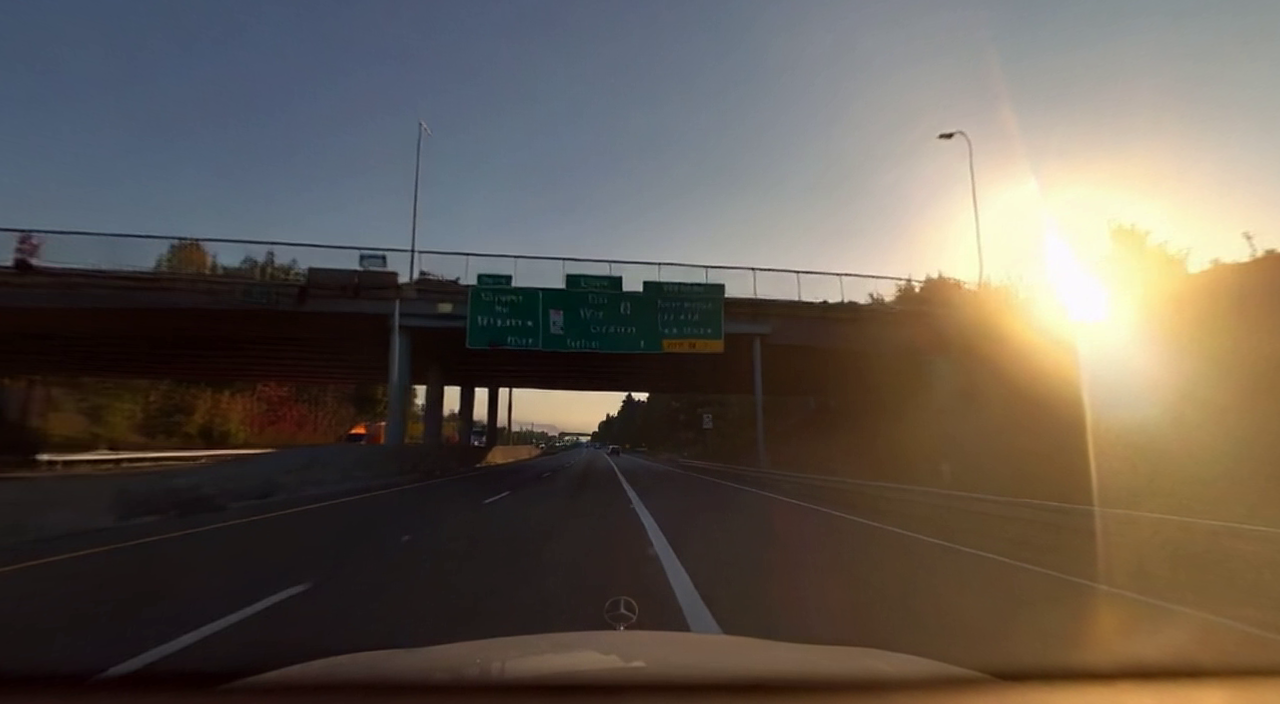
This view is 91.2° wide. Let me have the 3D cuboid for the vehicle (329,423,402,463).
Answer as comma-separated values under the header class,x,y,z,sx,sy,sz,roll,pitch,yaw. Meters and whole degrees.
class,x,y,z,sx,sy,sz,roll,pitch,yaw
vehicle,-20.556,6.947,47.438,2.621,2.778,7.284,0,-9,-3
